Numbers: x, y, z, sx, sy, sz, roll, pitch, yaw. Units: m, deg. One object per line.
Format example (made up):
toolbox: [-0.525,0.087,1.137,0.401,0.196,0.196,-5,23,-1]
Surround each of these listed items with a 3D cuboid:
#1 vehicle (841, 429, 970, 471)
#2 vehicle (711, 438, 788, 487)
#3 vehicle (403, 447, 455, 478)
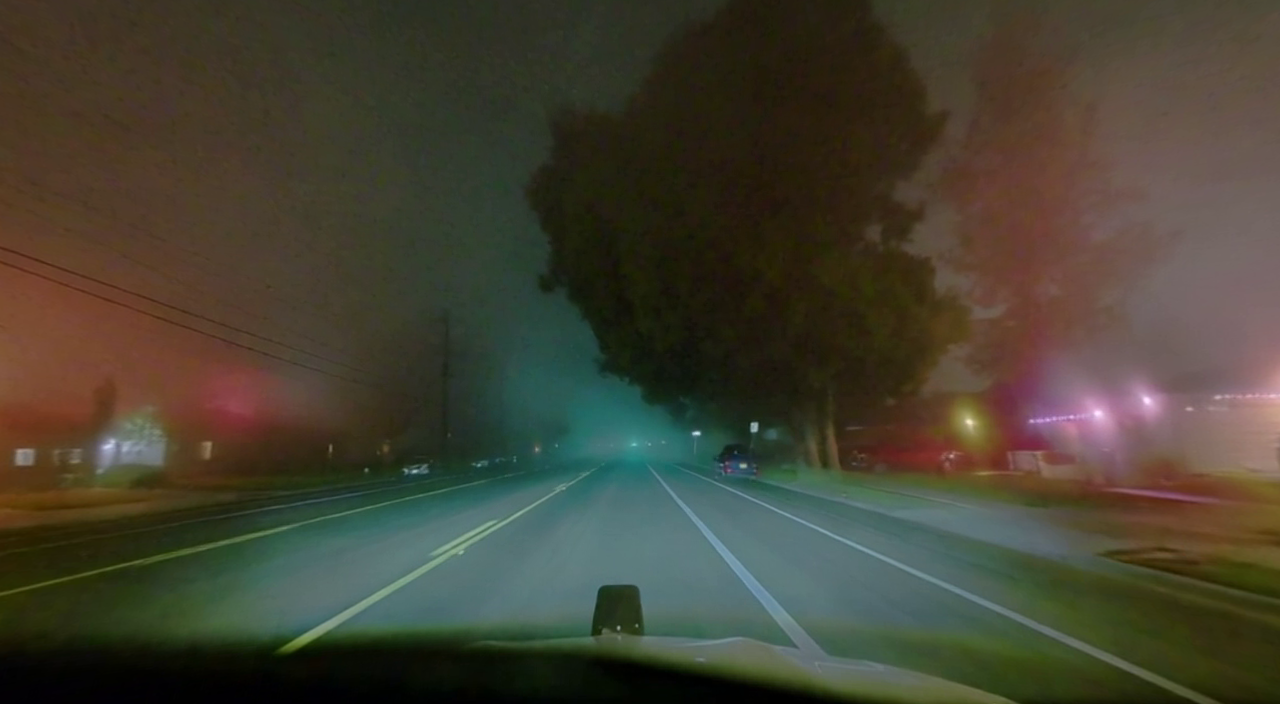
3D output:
vehicle: [11.806,4.374,28.341,4.860,1.772,2.007,0,-8,-3]
vehicle: [4.047,4.161,24.212,2.045,1.677,4.509,0,-8,-1]
vehicle: [-13.537,7.067,40.815,1.970,1.677,4.270,-1,-7,0]
